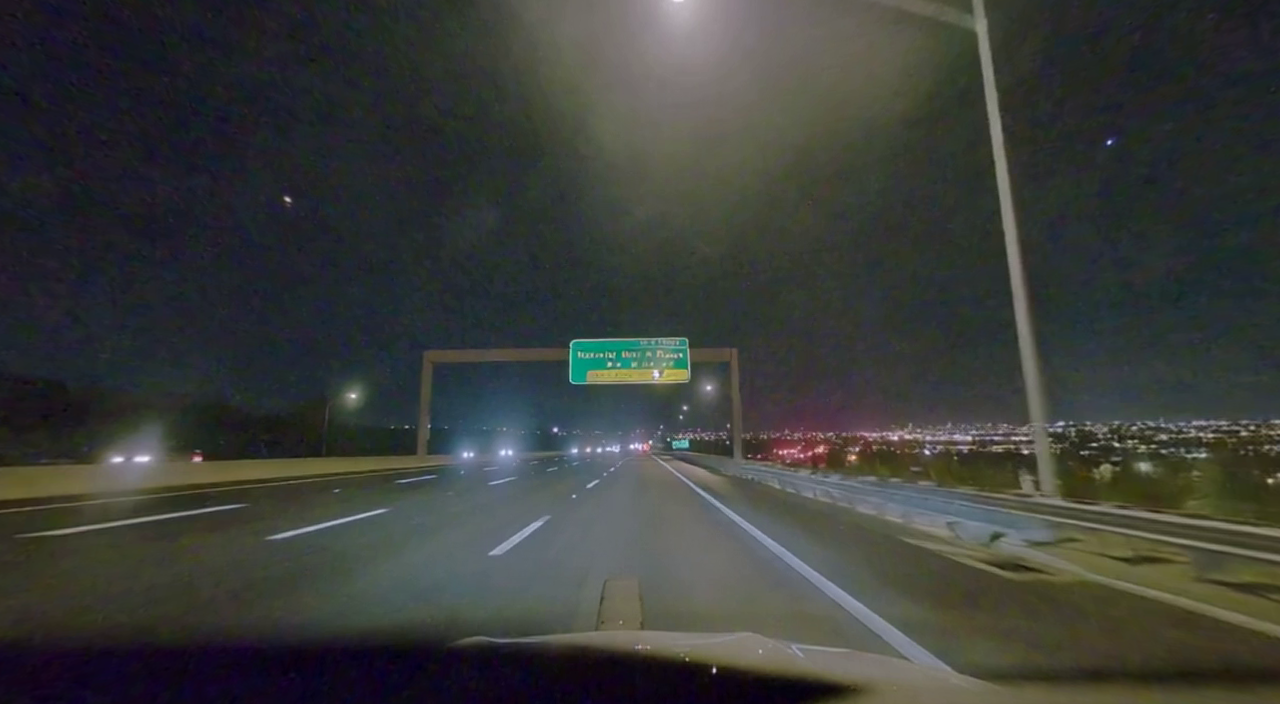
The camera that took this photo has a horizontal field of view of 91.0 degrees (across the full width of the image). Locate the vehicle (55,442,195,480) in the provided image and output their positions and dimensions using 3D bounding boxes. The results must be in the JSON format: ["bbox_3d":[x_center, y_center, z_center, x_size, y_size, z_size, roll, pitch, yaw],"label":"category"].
[{"bbox_3d":[-28.339,6.011,35.070,2.235,1.864,6.561,0,-9,1],"label":"vehicle"}]
